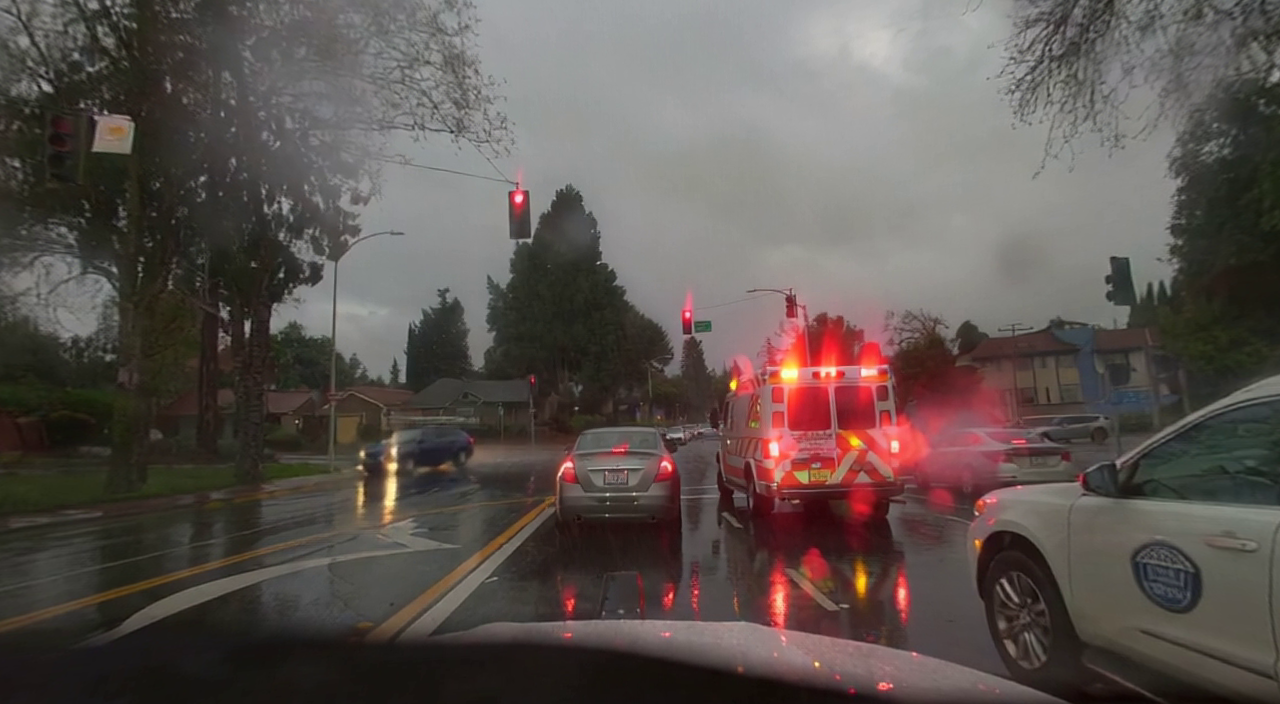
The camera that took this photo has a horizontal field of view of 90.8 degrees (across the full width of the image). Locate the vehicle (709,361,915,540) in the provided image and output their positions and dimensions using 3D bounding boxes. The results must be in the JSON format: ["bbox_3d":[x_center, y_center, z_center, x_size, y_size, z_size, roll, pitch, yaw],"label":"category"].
[{"bbox_3d":[2.891,1.879,12.372,2.406,2.687,5.521,0,-8,0],"label":"vehicle"}]

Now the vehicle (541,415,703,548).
[{"bbox_3d":[-0.271,1.970,10.182,2.114,1.707,3.725,0,-8,-1],"label":"vehicle"}]

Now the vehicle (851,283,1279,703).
[{"bbox_3d":[2.851,0.892,2.847,2.194,1.820,4.652,0,-8,0],"label":"vehicle"}]

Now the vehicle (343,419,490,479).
[{"bbox_3d":[-8.374,3.731,24.493,2.349,1.988,5.813,-3,-9,16],"label":"vehicle"}]
